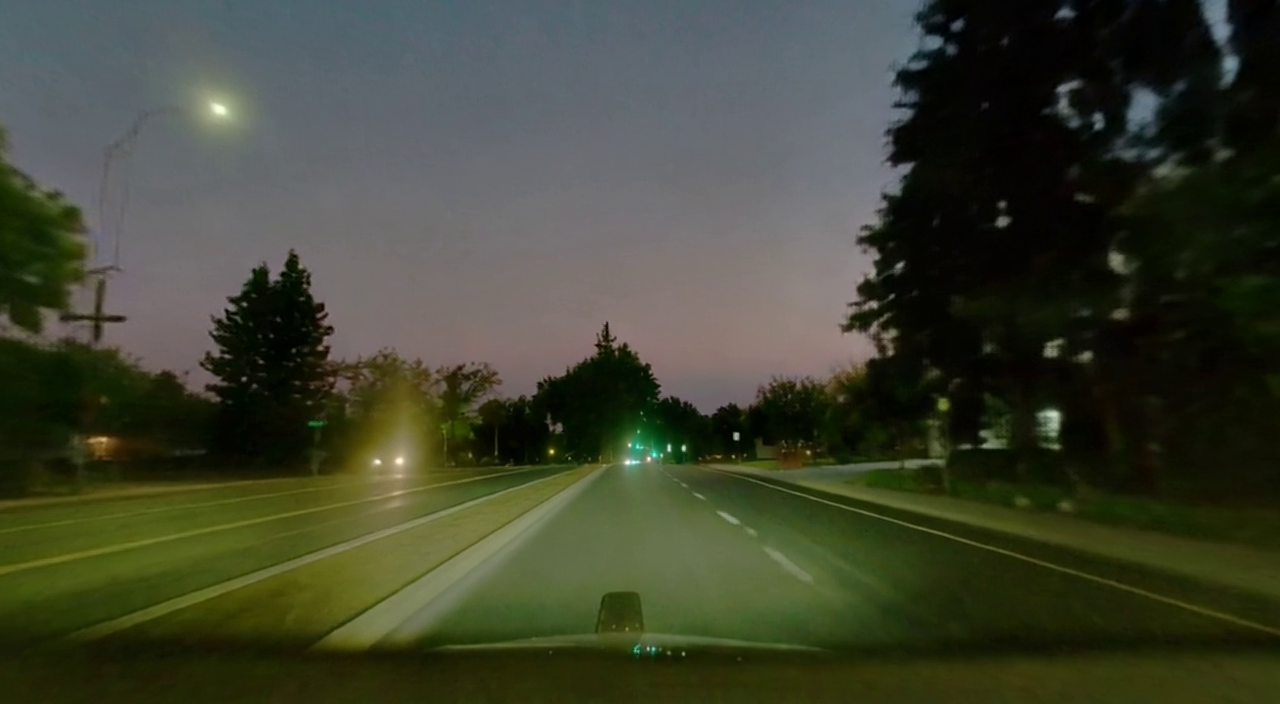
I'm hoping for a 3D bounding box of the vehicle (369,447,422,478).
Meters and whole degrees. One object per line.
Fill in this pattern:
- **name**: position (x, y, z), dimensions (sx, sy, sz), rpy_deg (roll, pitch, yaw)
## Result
- **vehicle**: position (-12.690, 5.746, 33.068), dimensions (2.068, 1.502, 4.643), rpy_deg (2, -10, -15)
